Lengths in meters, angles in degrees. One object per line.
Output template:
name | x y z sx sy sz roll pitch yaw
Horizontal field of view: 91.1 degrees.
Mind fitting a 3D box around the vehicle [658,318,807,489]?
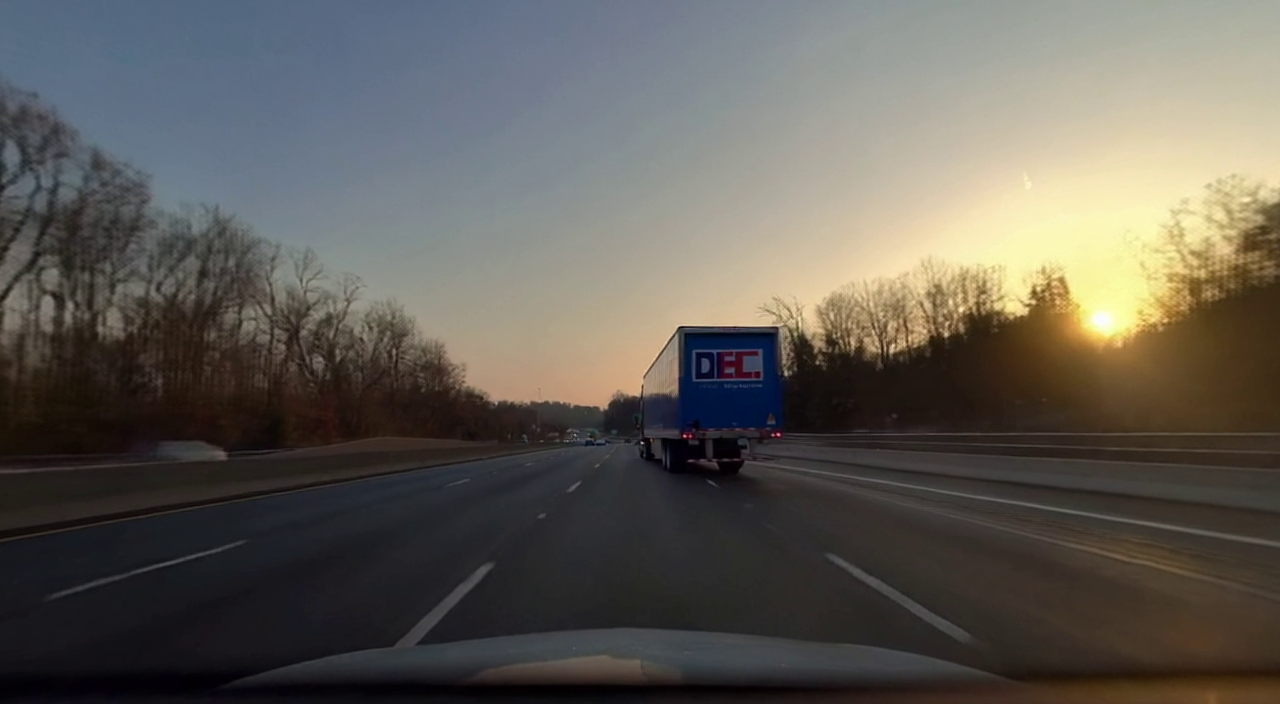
vehicle | 2.395 1.825 20.001 3.011 4.211 8.926 0 -8 -2

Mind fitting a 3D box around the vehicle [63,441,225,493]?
vehicle | -16.401 3.775 21.162 1.829 1.490 4.552 0 -8 -1
